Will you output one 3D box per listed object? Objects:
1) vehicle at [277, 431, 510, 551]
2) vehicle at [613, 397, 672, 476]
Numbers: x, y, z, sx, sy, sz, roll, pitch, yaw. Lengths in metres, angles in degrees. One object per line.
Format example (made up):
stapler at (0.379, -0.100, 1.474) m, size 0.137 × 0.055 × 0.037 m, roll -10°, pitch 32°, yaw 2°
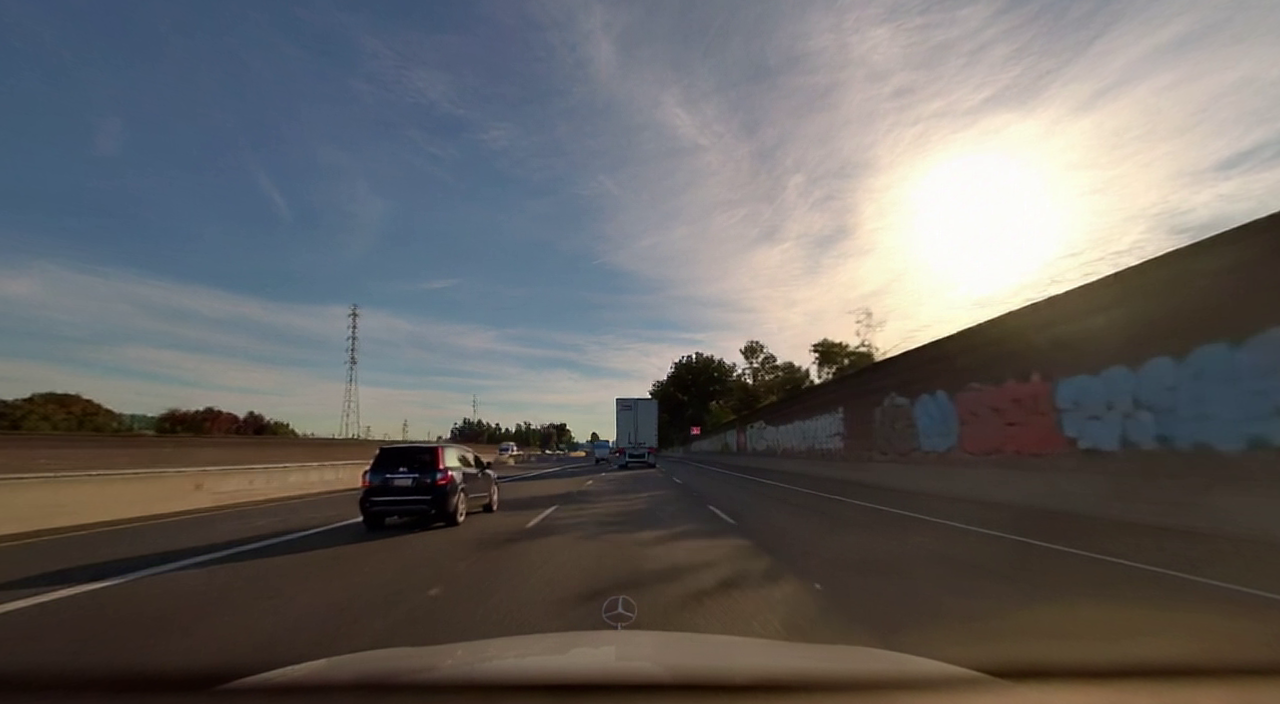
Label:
vehicle at (-3.667, 2.142, 10.305) m, size 2.158 × 1.538 × 4.047 m, roll 0°, pitch -9°, yaw 0°
vehicle at (-0.057, 5.186, 37.820) m, size 3.042 × 4.023 × 10.832 m, roll 0°, pitch -9°, yaw -2°
